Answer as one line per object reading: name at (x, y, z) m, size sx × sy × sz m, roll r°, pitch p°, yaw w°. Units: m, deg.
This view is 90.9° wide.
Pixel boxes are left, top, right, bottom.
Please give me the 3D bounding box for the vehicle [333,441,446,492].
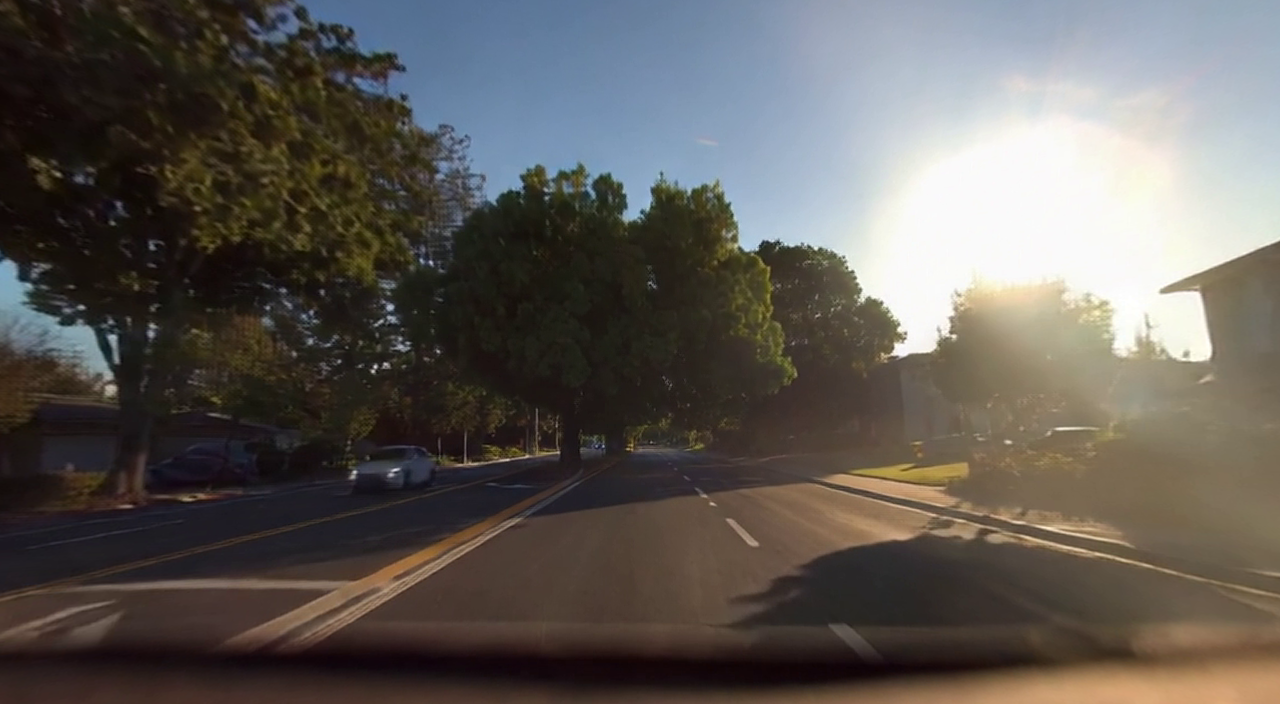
vehicle at (-8.415, 3.856, 21.663) m, size 2.044 × 1.548 × 4.284 m, roll 0°, pitch -8°, yaw 1°
